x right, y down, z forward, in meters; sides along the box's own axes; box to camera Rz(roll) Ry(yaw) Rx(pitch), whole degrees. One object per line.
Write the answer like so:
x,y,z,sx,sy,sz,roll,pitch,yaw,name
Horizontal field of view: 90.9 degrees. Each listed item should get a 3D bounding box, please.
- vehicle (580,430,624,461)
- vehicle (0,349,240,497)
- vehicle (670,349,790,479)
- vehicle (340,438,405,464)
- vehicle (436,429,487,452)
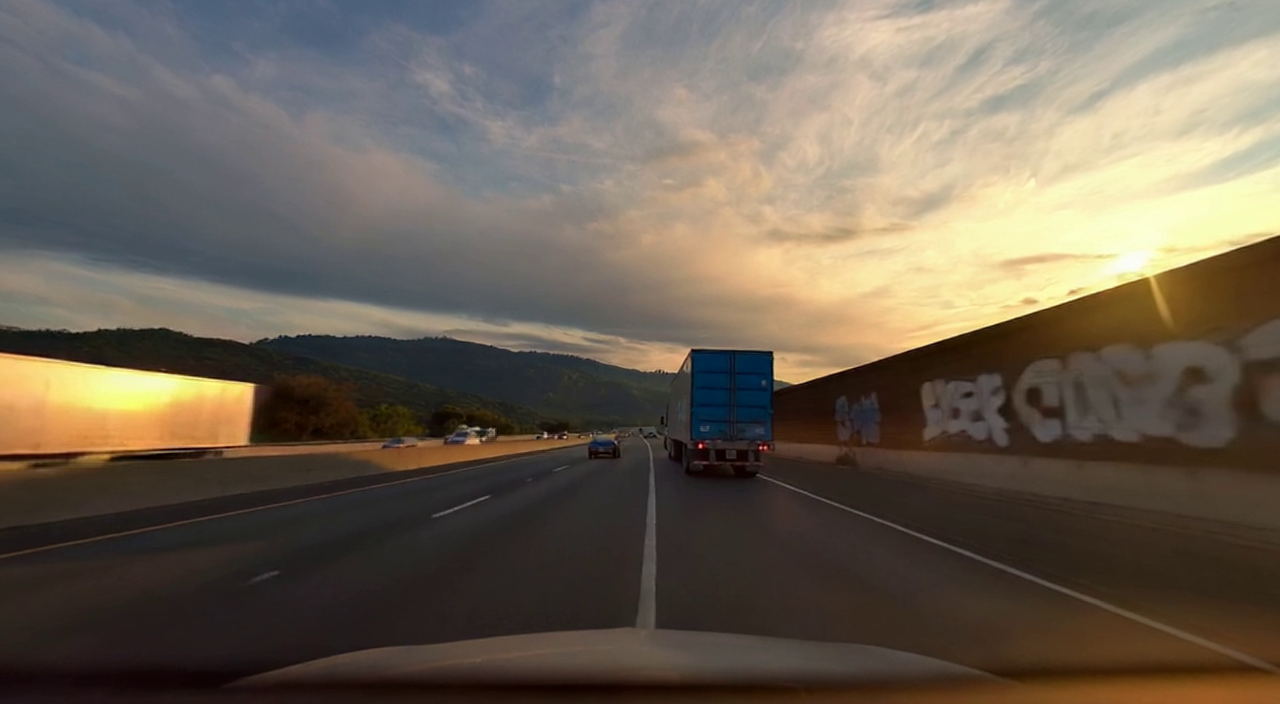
-1.939,4.948,33.551,1.982,1.535,4.519,0,-8,1,vehicle
-20.279,2.591,22.411,2.897,4.330,13.716,0,-8,1,vehicle
2.854,2.486,23.697,2.921,3.765,10.773,0,-8,0,vehicle
-15.985,5.898,37.935,1.798,1.440,4.526,0,-8,1,vehicle
-11.853,5.899,42.145,1.938,1.492,4.559,0,-8,2,vehicle
